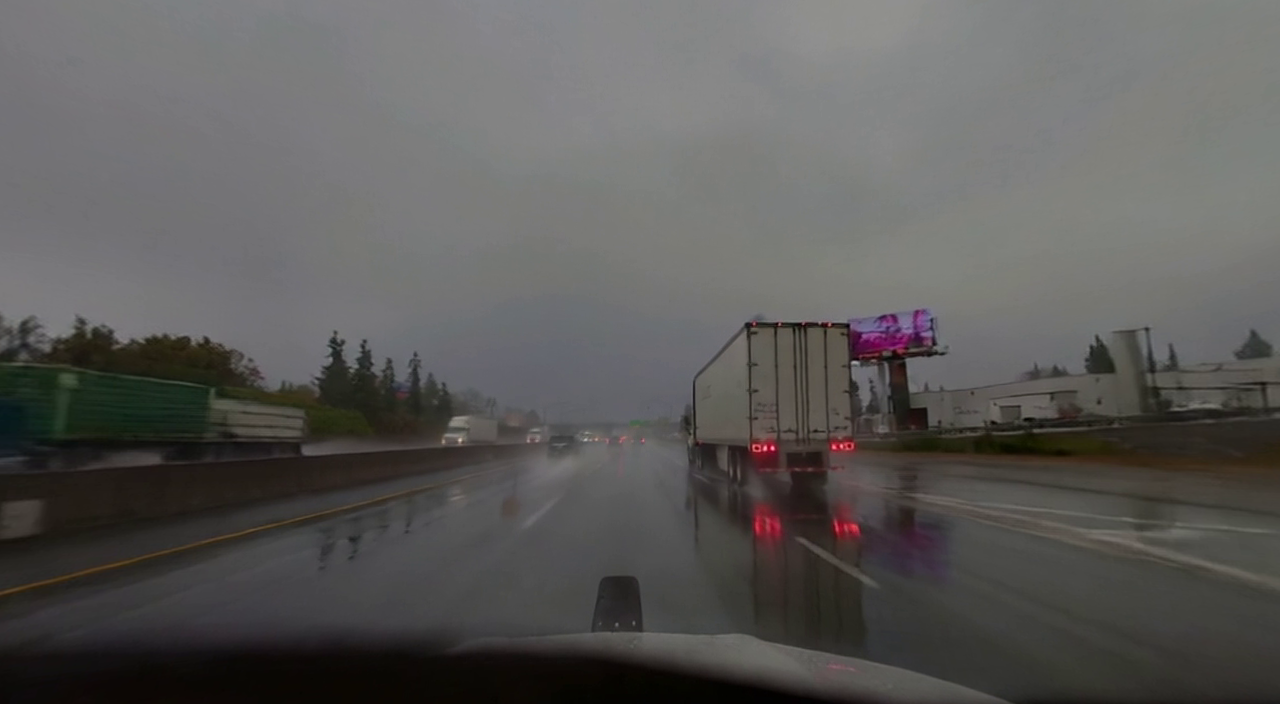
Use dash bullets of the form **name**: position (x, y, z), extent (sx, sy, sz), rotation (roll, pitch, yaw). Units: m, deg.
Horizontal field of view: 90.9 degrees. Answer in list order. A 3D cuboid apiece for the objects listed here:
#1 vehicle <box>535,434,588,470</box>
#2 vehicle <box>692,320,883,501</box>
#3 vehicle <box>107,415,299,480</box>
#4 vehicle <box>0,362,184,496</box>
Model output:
- **vehicle**: position (-3.431, 4.437, 28.350), extent (1.930, 1.484, 3.849), rotation (0, -8, -1)
- **vehicle**: position (3.550, 1.943, 18.924), extent (2.871, 3.815, 11.331), rotation (0, -8, -1)
- **vehicle**: position (-19.846, 4.402, 29.574), extent (2.932, 2.543, 8.599), rotation (0, -8, -1)
- **vehicle**: position (-19.665, 2.480, 20.031), extent (2.985, 3.765, 9.890), rotation (0, -8, -1)
